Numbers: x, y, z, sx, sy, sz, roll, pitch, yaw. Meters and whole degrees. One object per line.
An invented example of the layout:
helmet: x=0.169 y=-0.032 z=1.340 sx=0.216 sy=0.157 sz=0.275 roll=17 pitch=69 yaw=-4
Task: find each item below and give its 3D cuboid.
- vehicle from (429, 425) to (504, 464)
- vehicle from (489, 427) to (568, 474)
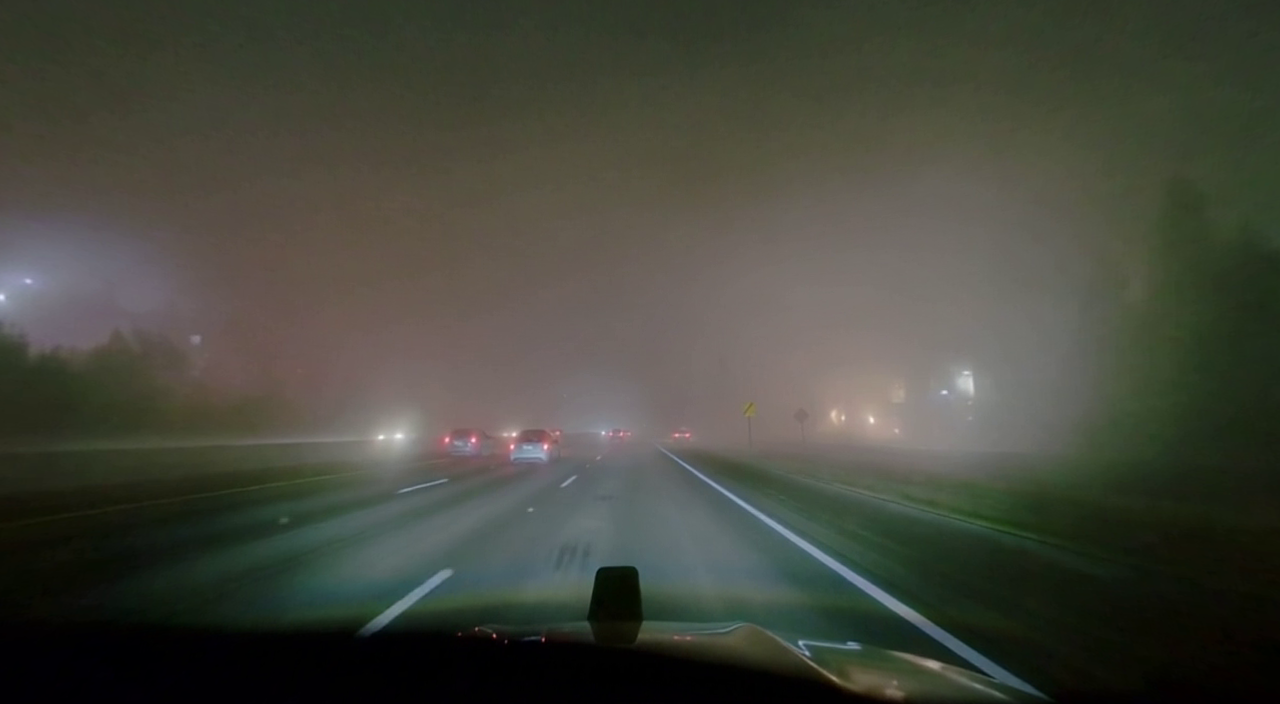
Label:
vehicle: x=-7.523 y=4.064 z=27.723 sx=1.985 sy=1.575 sz=4.453 roll=0 pitch=-8 yaw=1
vehicle: x=-3.856 y=3.506 z=22.648 sx=1.996 sy=1.490 sz=4.571 roll=0 pitch=-8 yaw=0
